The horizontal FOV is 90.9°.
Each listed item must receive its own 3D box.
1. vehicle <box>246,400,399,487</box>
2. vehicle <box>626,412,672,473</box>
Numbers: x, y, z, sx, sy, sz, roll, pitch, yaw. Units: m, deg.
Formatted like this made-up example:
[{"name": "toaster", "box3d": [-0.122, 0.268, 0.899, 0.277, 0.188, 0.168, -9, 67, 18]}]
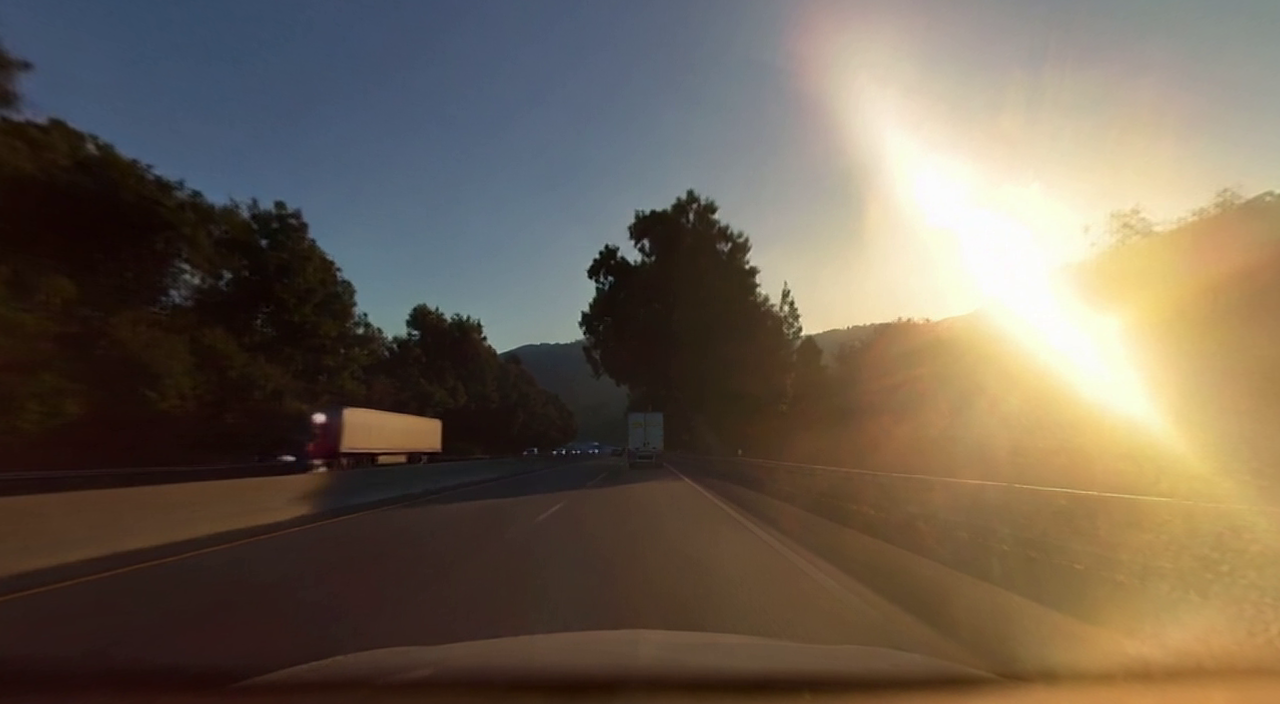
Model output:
[{"name": "vehicle", "box3d": [-16.859, 5.088, 34.751, 2.940, 4.033, 10.221, 0, -9, 1]}, {"name": "vehicle", "box3d": [0.591, 6.772, 46.706, 3.024, 3.965, 10.399, 0, -9, 0]}]
